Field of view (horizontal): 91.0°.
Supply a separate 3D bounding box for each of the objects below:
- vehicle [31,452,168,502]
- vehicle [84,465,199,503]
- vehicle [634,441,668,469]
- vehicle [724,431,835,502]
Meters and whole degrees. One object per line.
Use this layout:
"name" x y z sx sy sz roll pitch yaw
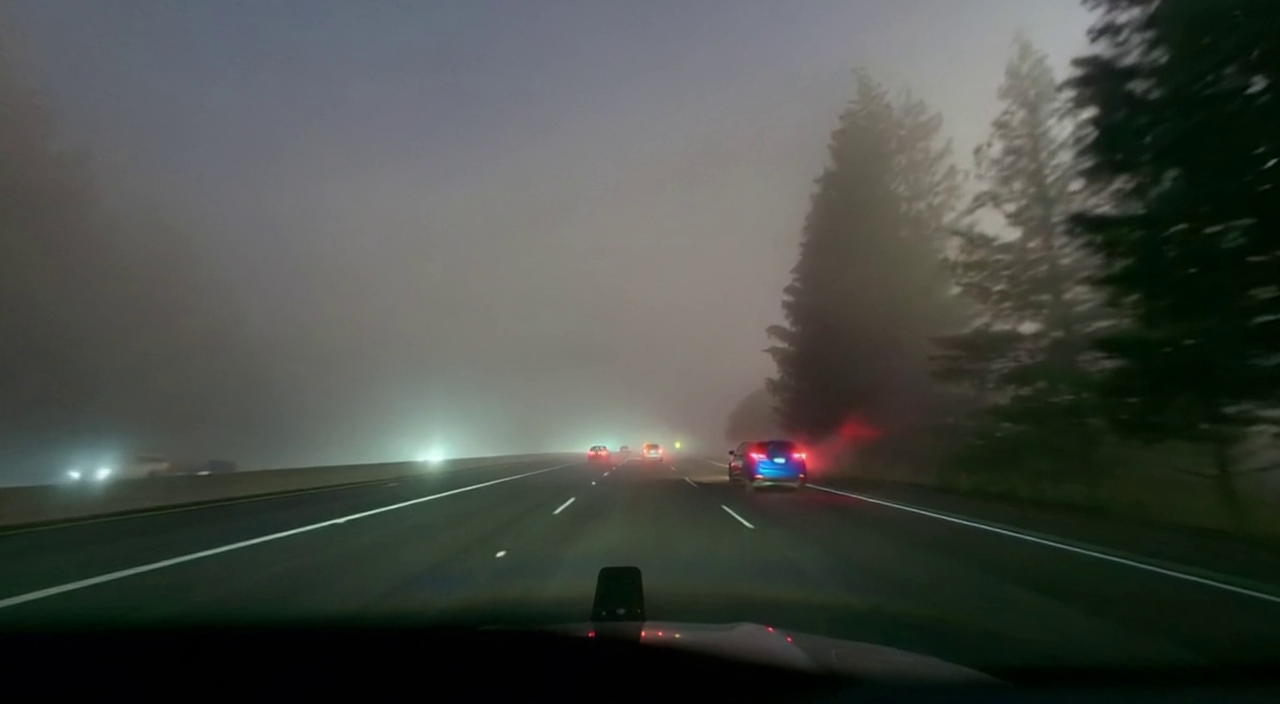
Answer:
"vehicle" -28.895 6.642 34.027 2.301 2.405 5.567 0 -9 1
"vehicle" -25.242 6.662 32.143 1.985 1.648 4.681 0 -9 1
"vehicle" 0.714 7.053 43.400 2.205 1.785 4.423 0 -9 0
"vehicle" 3.700 3.134 17.638 2.082 1.720 4.393 0 -9 0
